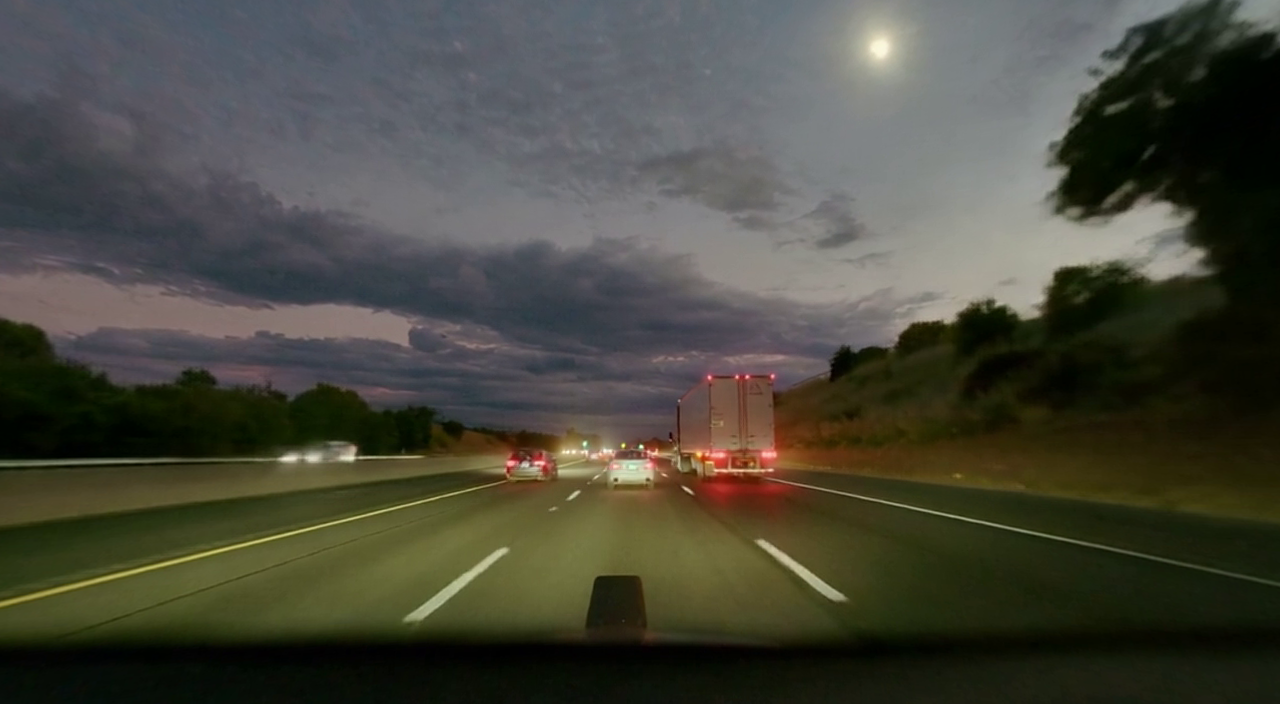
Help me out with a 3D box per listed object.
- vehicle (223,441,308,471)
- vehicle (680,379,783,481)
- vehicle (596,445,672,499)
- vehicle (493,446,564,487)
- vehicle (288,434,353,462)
[{"bbox_3d":[-20.527,5.720,34.785,1.864,1.501,4.593,0,-9,0],"label":"vehicle"},{"bbox_3d":[4.144,4.263,32.670,2.905,4.109,14.332,0,-9,-1],"label":"vehicle"},{"bbox_3d":[-0.187,3.537,18.955,2.023,1.400,4.028,0,-9,-1],"label":"vehicle"},{"bbox_3d":[-4.292,4.488,24.969,2.017,1.460,4.382,0,-9,0],"label":"vehicle"},{"bbox_3d":[-20.538,6.200,40.739,1.924,1.685,4.356,0,-9,-1],"label":"vehicle"}]
